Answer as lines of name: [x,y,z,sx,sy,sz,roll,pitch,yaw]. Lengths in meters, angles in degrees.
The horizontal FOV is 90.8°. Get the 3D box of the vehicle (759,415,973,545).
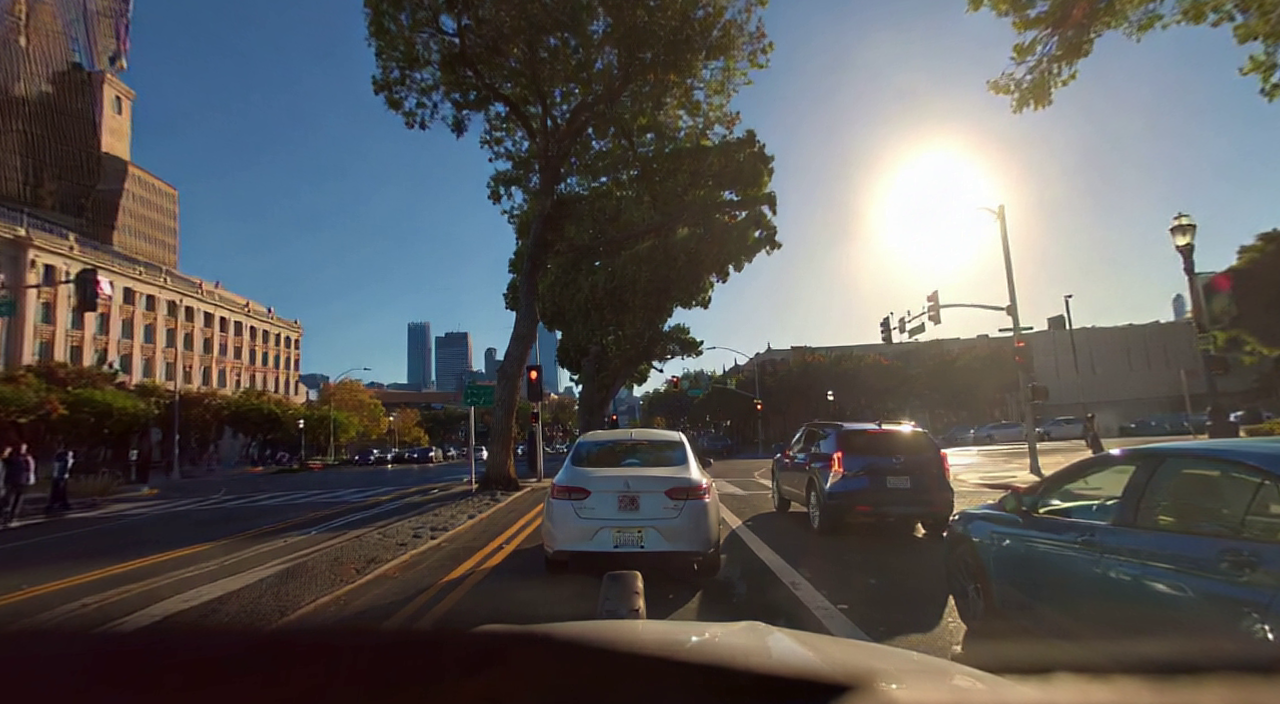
vehicle: [3.501,2.081,10.929,1.978,1.738,4.599,0,-8,0]

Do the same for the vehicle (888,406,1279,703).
vehicle: [3.382,1.180,4.006,1.833,1.465,4.258,0,-8,-1]

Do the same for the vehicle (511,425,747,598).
vehicle: [-0.106,1.706,7.571,2.096,1.521,3.747,0,-8,0]
